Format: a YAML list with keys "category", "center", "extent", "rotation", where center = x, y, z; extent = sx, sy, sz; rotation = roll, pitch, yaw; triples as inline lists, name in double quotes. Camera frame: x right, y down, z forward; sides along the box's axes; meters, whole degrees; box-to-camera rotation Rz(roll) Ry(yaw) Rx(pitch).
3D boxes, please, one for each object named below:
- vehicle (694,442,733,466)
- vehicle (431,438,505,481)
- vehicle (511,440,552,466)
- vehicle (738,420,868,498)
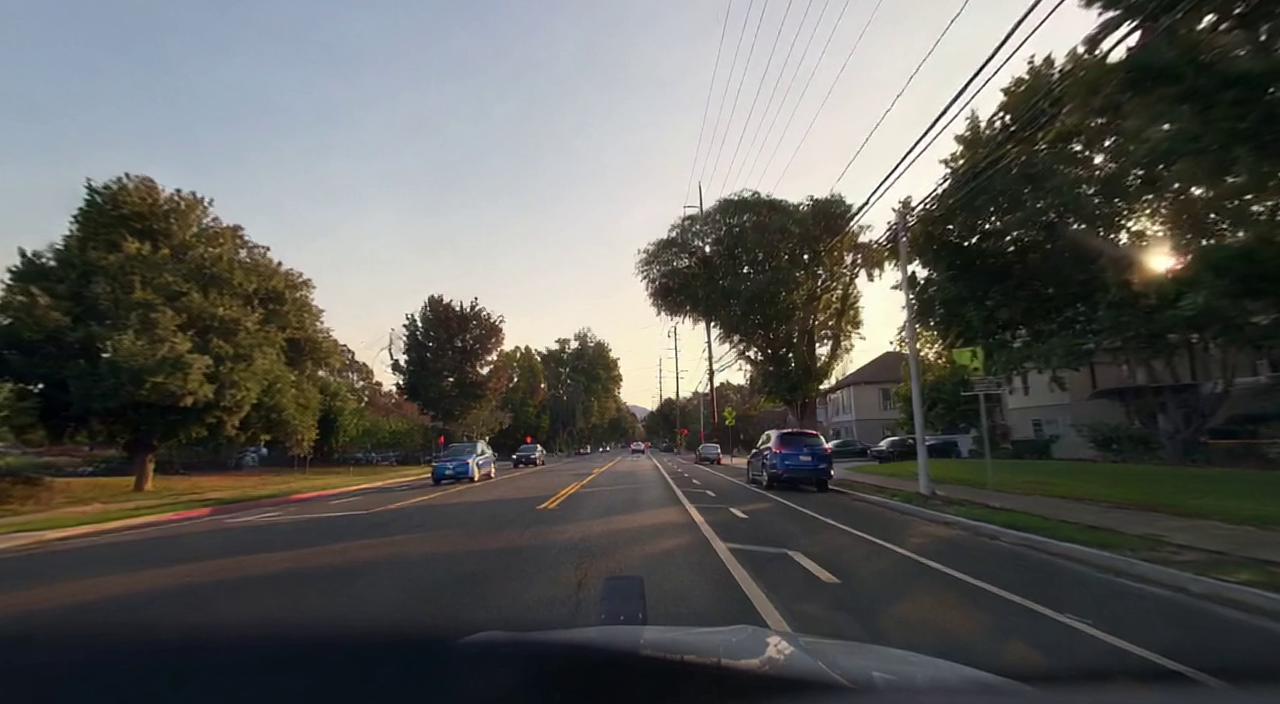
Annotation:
- category: "vehicle"
  center: [4.751, 6.692, 41.564]
  extent: [1.987, 1.479, 4.562]
  rotation: [0, -8, 0]
- category: "vehicle"
  center: [-7.394, 4.658, 27.627]
  extent: [1.979, 1.711, 4.331]
  rotation: [0, -8, 0]
- category: "vehicle"
  center: [-7.406, 6.971, 43.662]
  extent: [1.989, 1.706, 4.495]
  rotation: [0, -8, 1]
- category: "vehicle"
  center: [4.695, 3.226, 19.504]
  extent: [2.335, 1.972, 6.368]
  rotation: [0, -8, 0]
